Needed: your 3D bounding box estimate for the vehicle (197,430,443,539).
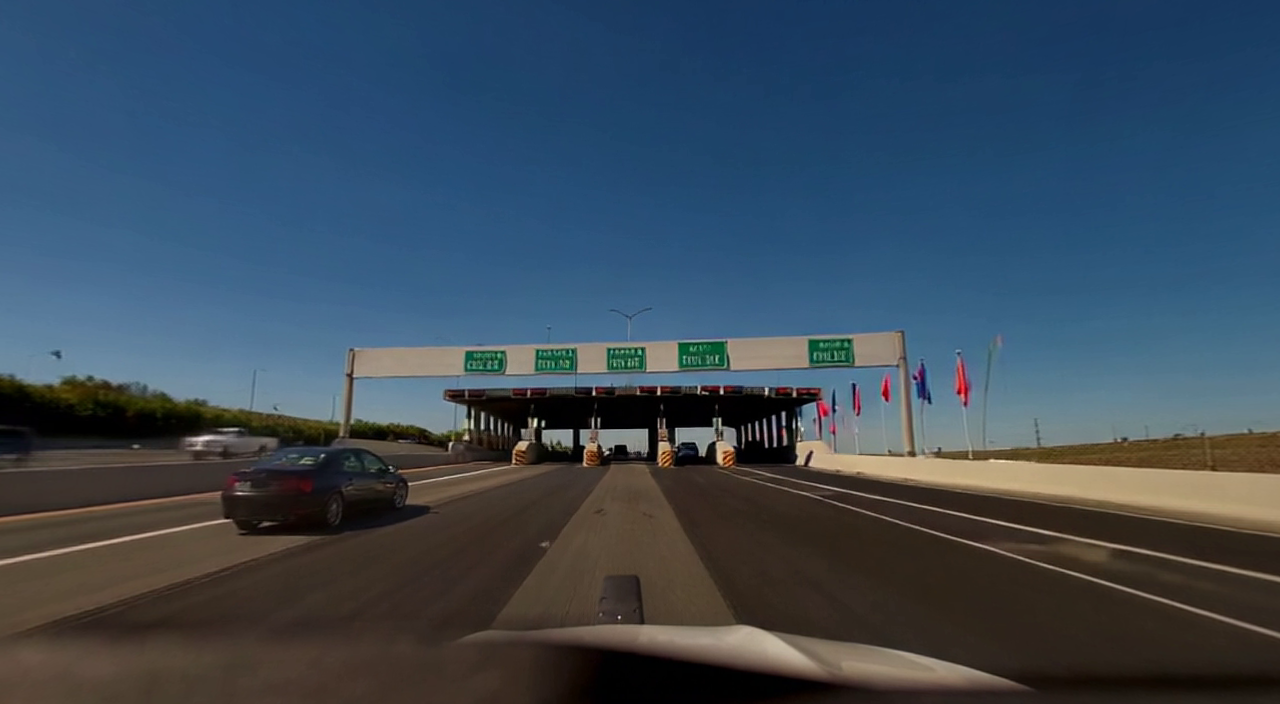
[{"bbox_3d":[-5.047,2.124,10.831,1.981,1.465,4.334,0,-8,-1],"label":"vehicle"}]
